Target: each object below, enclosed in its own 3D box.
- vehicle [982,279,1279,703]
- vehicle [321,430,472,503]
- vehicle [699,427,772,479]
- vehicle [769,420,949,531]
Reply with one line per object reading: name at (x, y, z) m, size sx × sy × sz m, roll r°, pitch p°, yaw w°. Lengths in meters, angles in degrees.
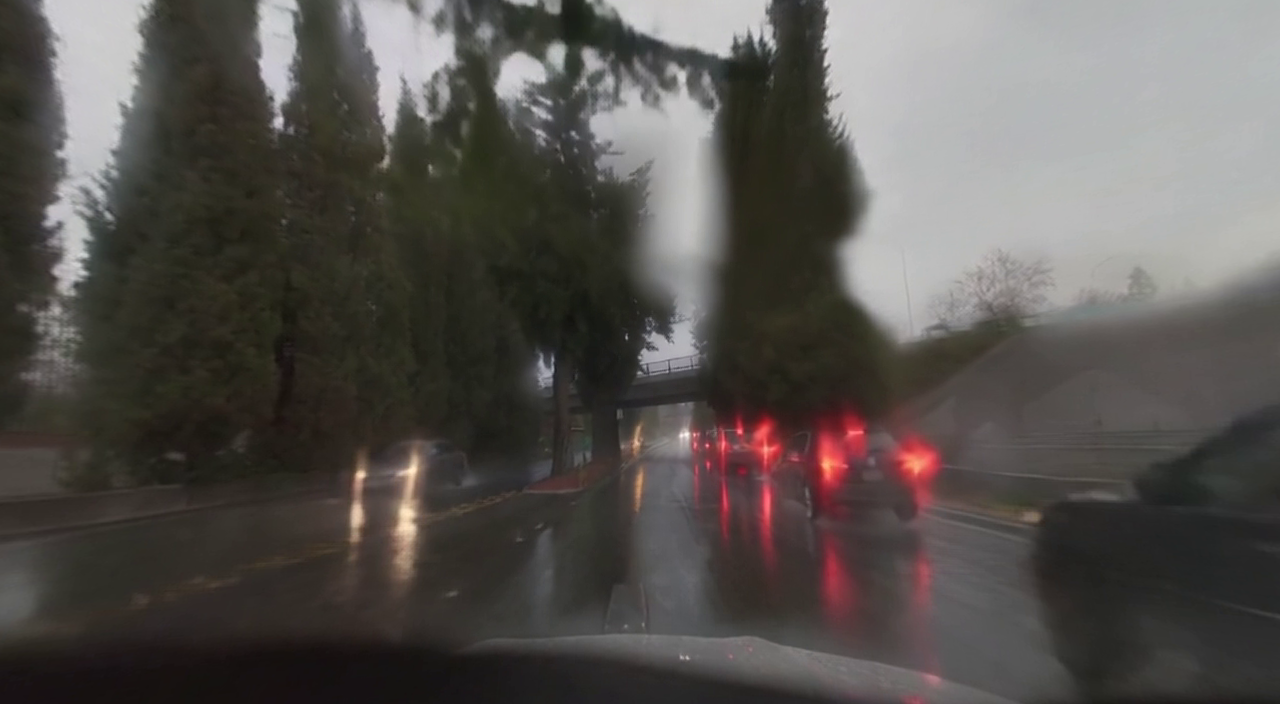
vehicle at (3.335, 0.640, 1.992) m, size 1.985 × 1.895 × 4.496 m, roll 0°, pitch -8°, yaw 1°
vehicle at (-6.933, 3.298, 18.624) m, size 2.089 × 1.860 × 4.704 m, roll -1°, pitch -8°, yaw 7°
vehicle at (3.885, 4.213, 26.562) m, size 2.273 × 1.944 × 4.866 m, roll 0°, pitch -8°, yaw 0°
vehicle at (3.844, 2.244, 12.002) m, size 1.938 × 1.710 × 4.249 m, roll 0°, pitch -8°, yaw 1°
